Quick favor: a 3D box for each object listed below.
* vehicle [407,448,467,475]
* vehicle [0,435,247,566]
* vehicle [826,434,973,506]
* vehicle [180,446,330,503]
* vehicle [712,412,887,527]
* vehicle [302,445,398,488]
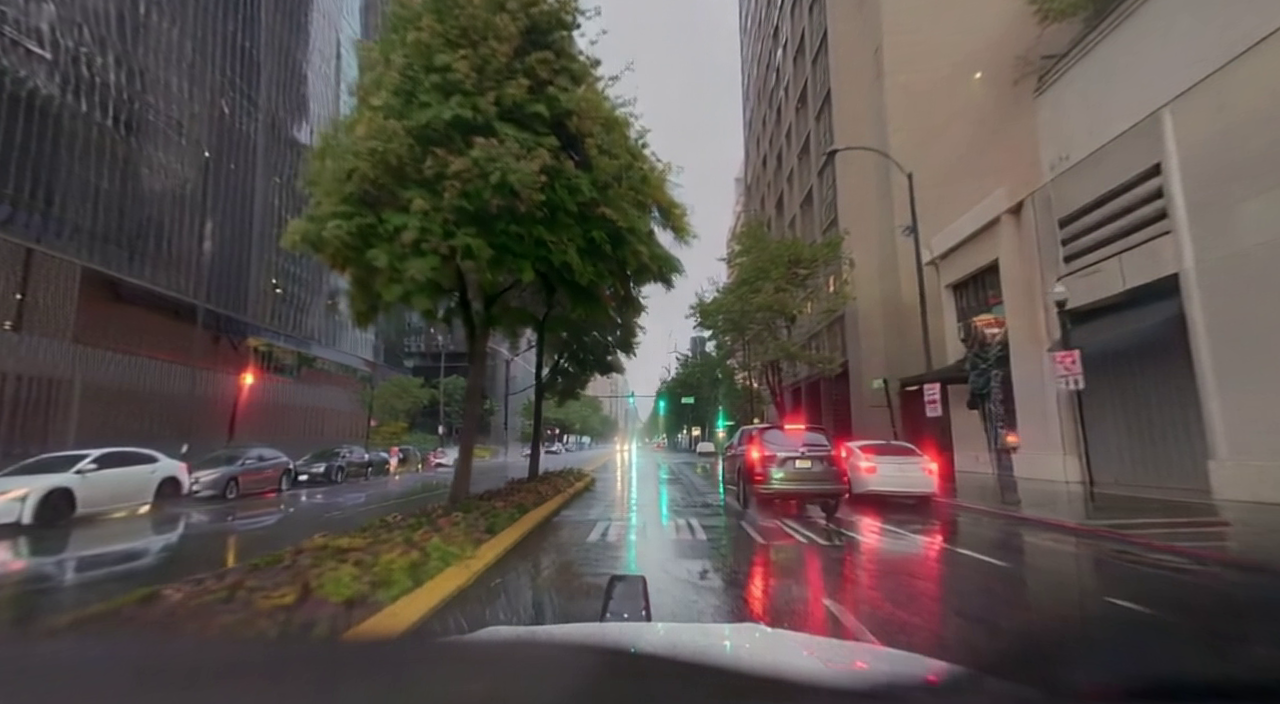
[{"bbox_3d":[-12.128,6.561,37.965,1.832,1.467,4.854,0,-8,2],"label":"vehicle"},{"bbox_3d":[-8.875,2.237,10.471,1.750,1.607,4.241,0,-6,3],"label":"vehicle"},{"bbox_3d":[6.504,2.986,16.422,1.962,1.617,4.325,0,-8,0],"label":"vehicle"},{"bbox_3d":[-12.505,3.947,20.923,1.951,1.632,4.719,0,-8,1],"label":"vehicle"},{"bbox_3d":[2.894,2.298,12.968,2.118,1.848,5.426,0,-8,-1],"label":"vehicle"},{"bbox_3d":[-12.159,4.798,26.809,1.937,1.642,4.591,0,-8,-1],"label":"vehicle"}]
